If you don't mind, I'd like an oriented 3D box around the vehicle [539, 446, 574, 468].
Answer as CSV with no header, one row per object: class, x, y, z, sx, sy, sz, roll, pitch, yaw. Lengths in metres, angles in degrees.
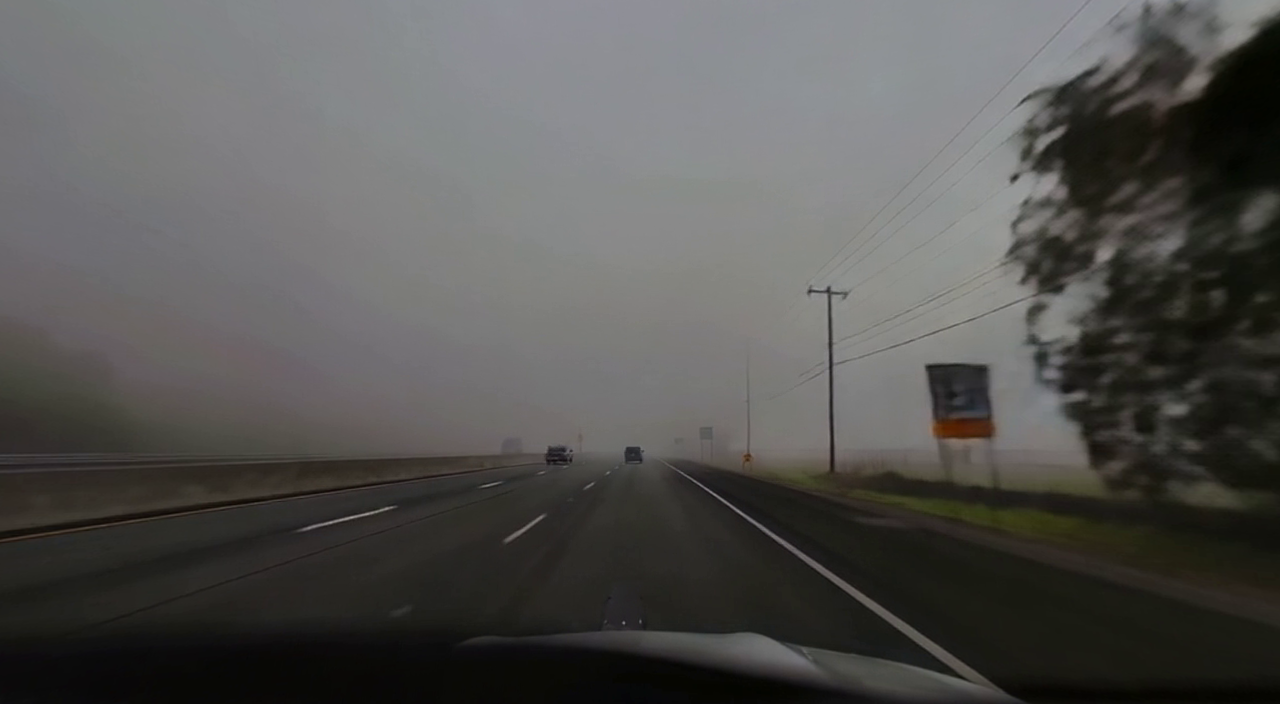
vehicle,-5.952,7.558,45.323,1.911,1.491,3.624,0,-9,2
